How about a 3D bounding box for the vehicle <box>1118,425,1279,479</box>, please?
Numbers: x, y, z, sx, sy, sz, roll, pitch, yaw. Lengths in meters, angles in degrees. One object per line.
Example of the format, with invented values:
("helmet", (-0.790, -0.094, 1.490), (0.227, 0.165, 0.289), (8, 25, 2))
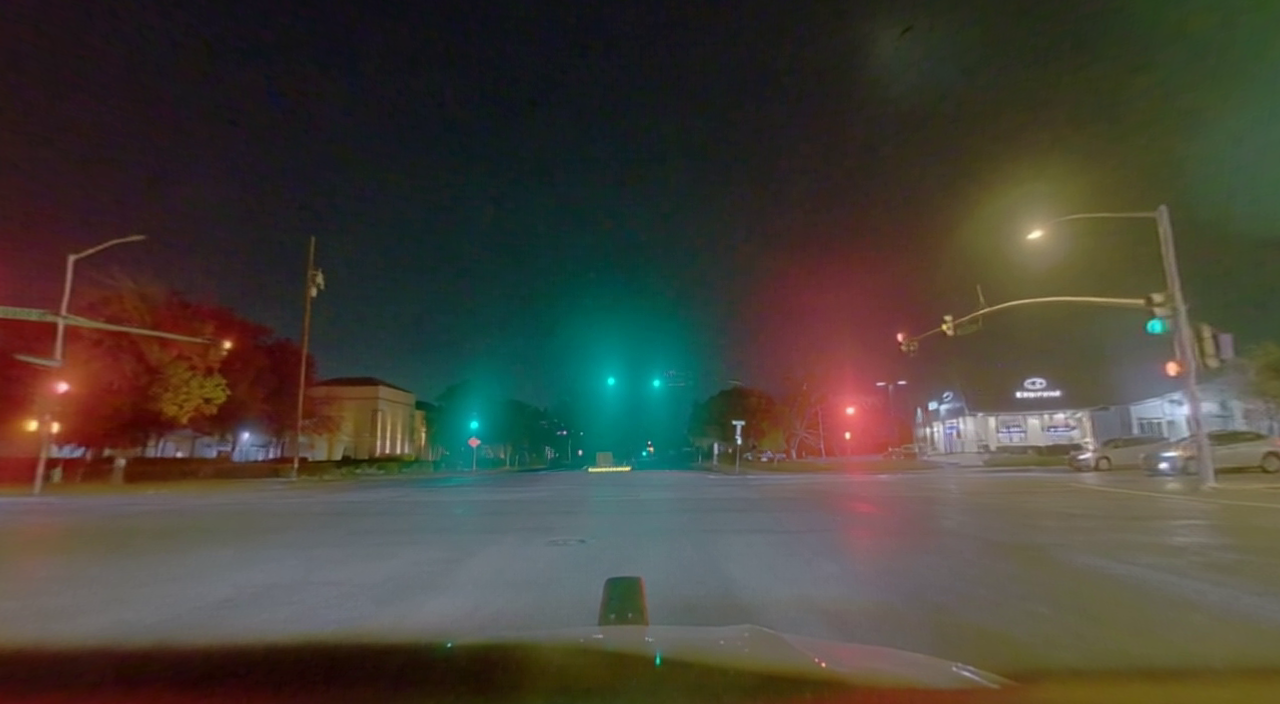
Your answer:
("vehicle", (18.165, 3.163, 20.035), (4.288, 1.600, 1.927), (0, -8, 1))
